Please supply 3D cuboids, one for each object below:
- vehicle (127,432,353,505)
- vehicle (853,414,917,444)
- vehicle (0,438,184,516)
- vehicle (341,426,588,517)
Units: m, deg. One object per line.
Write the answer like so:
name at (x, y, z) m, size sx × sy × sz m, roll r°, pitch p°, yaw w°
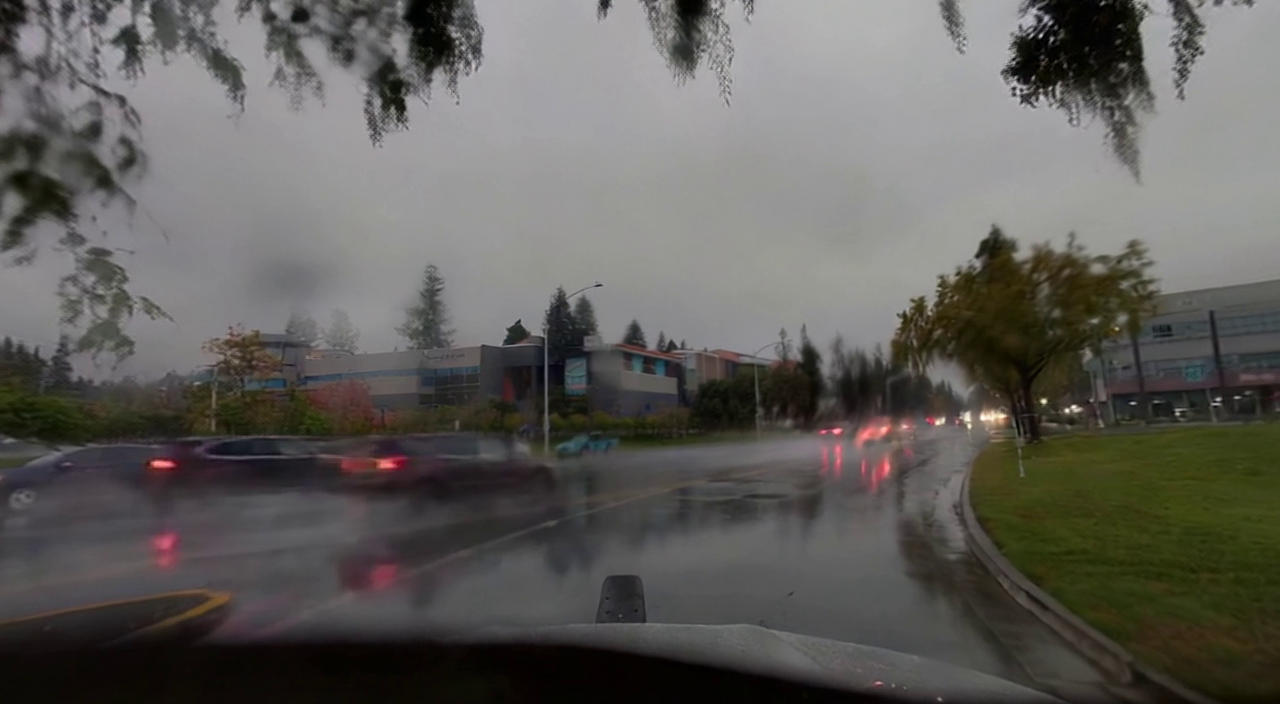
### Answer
vehicle at (-11.239, 3.291, 18.111) m, size 2.506 × 1.718 × 4.822 m, roll -11°, pitch -13°, yaw 35°
vehicle at (17.650, 5.605, 45.366) m, size 2.517 × 1.936 × 4.748 m, roll -10°, pitch -13°, yaw 43°
vehicle at (-17.061, 3.644, 19.005) m, size 2.294 × 2.000 × 4.788 m, roll -6°, pitch -9°, yaw 30°
vehicle at (-3.306, 2.315, 12.784) m, size 1.984 × 1.482 × 4.482 m, roll -8°, pitch -11°, yaw 38°
